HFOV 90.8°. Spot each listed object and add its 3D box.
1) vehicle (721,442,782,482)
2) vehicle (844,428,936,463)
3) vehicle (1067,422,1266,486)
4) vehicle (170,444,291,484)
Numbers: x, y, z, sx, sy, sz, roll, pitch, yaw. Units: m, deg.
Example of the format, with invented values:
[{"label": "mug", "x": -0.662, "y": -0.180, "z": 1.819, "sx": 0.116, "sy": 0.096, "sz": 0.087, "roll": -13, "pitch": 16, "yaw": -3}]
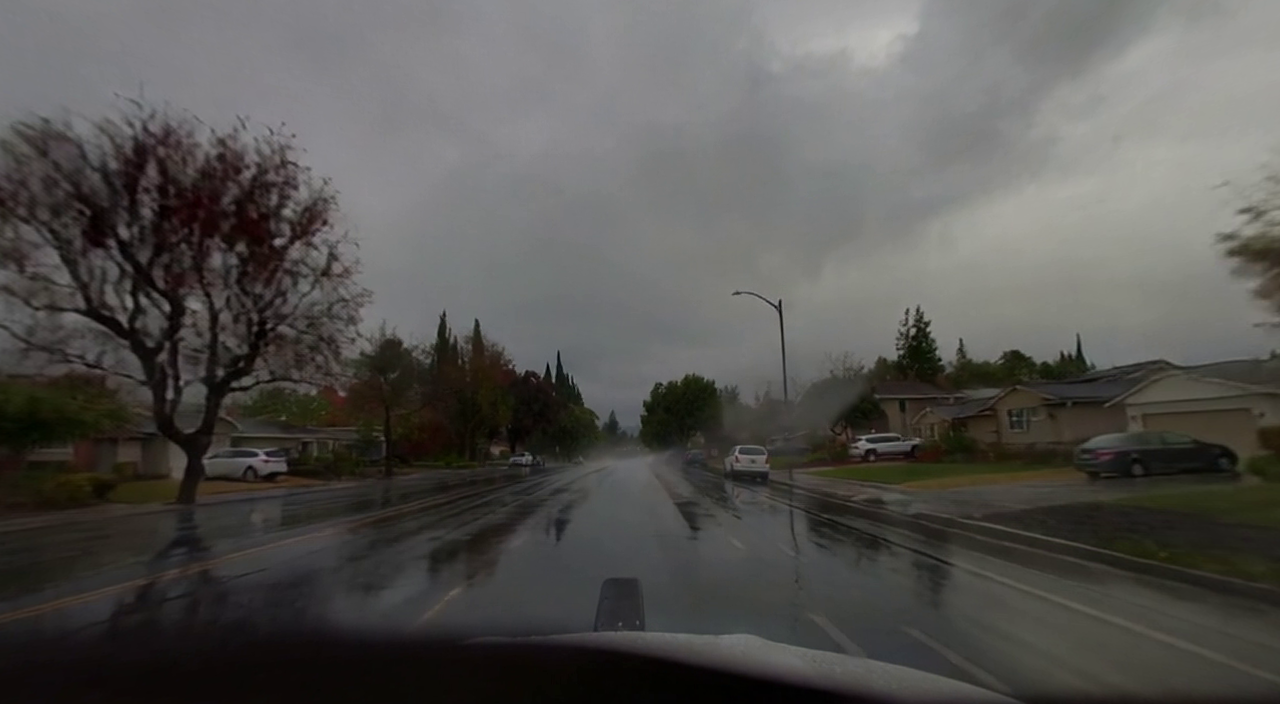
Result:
[{"label": "vehicle", "x": 5.097, "y": 5.084, "z": 29.553, "sx": 2.001, "sy": 1.693, "sz": 4.311, "roll": 0, "pitch": -9, "yaw": -1}, {"label": "vehicle", "x": 15.841, "y": 5.983, "z": 40.255, "sx": 4.921, "sy": 2.117, "sz": 2.249, "roll": -1, "pitch": -9, "yaw": 2}, {"label": "vehicle", "x": 15.386, "y": 3.002, "z": 18.677, "sx": 4.010, "sy": 1.751, "sz": 1.922, "roll": -1, "pitch": -9, "yaw": 3}, {"label": "vehicle", "x": -20.383, "y": 5.583, "z": 31.614, "sx": 4.564, "sy": 1.895, "sz": 2.221, "roll": -1, "pitch": -9, "yaw": 6}]
